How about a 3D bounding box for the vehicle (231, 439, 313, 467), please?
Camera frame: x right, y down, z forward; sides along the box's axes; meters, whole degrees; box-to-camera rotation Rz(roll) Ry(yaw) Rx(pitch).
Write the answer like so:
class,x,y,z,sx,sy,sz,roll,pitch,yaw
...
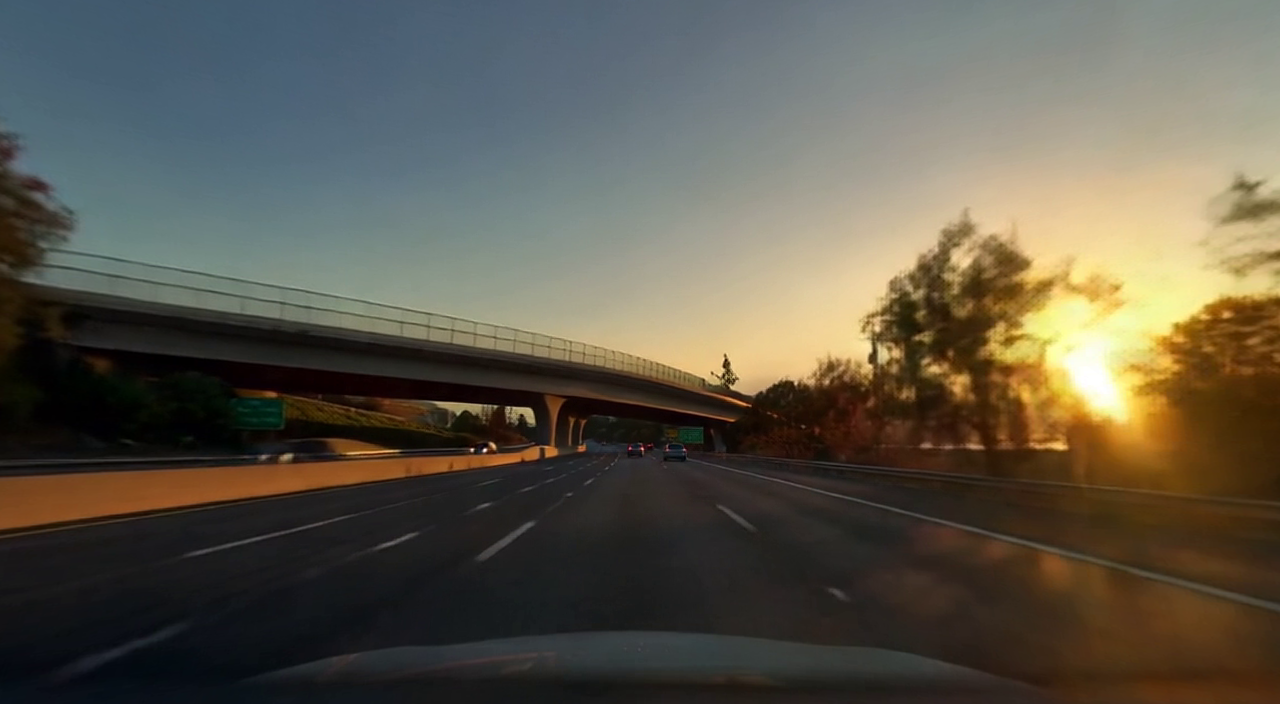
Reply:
class,x,y,z,sx,sy,sz,roll,pitch,yaw
vehicle,-20.326,5.612,35.057,1.791,1.436,4.446,0,-8,1
